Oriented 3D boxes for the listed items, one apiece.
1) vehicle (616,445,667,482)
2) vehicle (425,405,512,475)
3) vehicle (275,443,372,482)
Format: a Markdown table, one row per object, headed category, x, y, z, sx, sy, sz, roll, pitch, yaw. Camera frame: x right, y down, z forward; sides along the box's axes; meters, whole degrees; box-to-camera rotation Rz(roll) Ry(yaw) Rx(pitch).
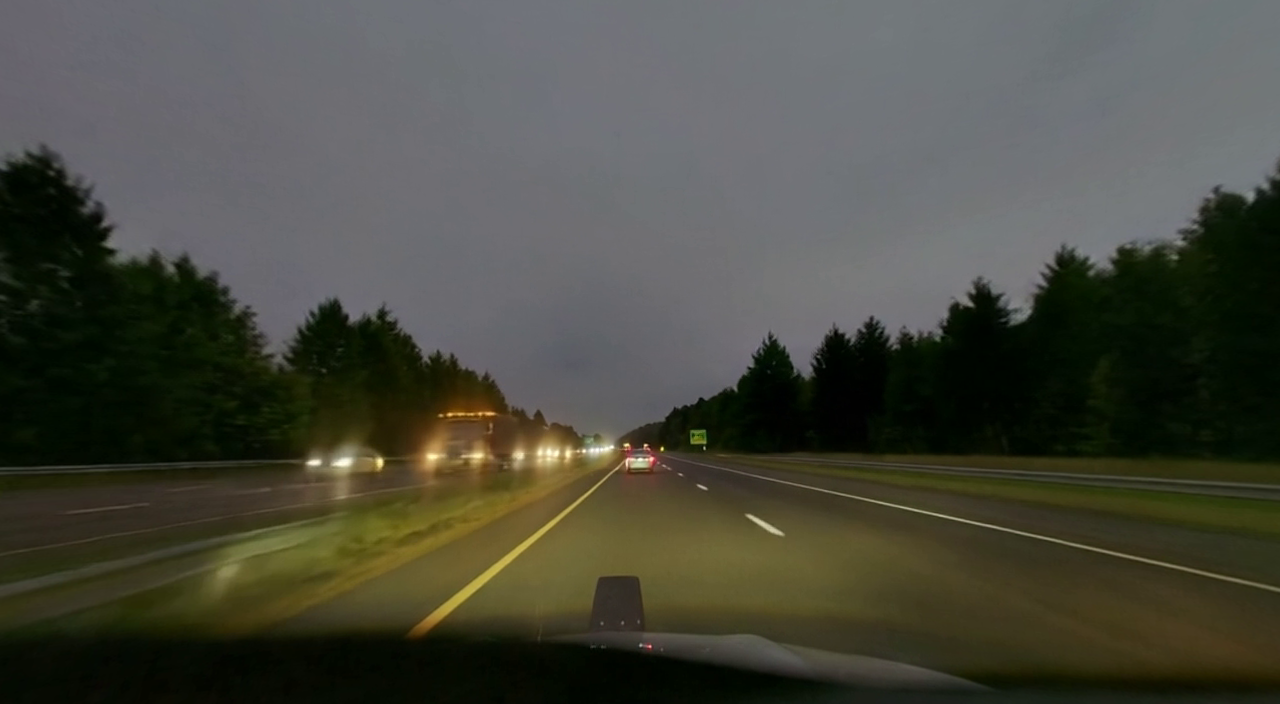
| category | x | y | z | sx | sy | sz | roll | pitch | yaw |
| --- | --- | --- | --- | --- | --- | --- | --- | --- | --- |
| vehicle | 0.033 | 4.984 | 28.475 | 2.114 | 1.523 | 4.012 | 0 | -9 | -1 |
| vehicle | -8.901 | 4.722 | 33.647 | 2.612 | 3.281 | 7.073 | 0 | -9 | 0 |
| vehicle | -13.252 | 4.625 | 26.718 | 1.843 | 1.501 | 4.395 | 0 | -9 | 0 |
